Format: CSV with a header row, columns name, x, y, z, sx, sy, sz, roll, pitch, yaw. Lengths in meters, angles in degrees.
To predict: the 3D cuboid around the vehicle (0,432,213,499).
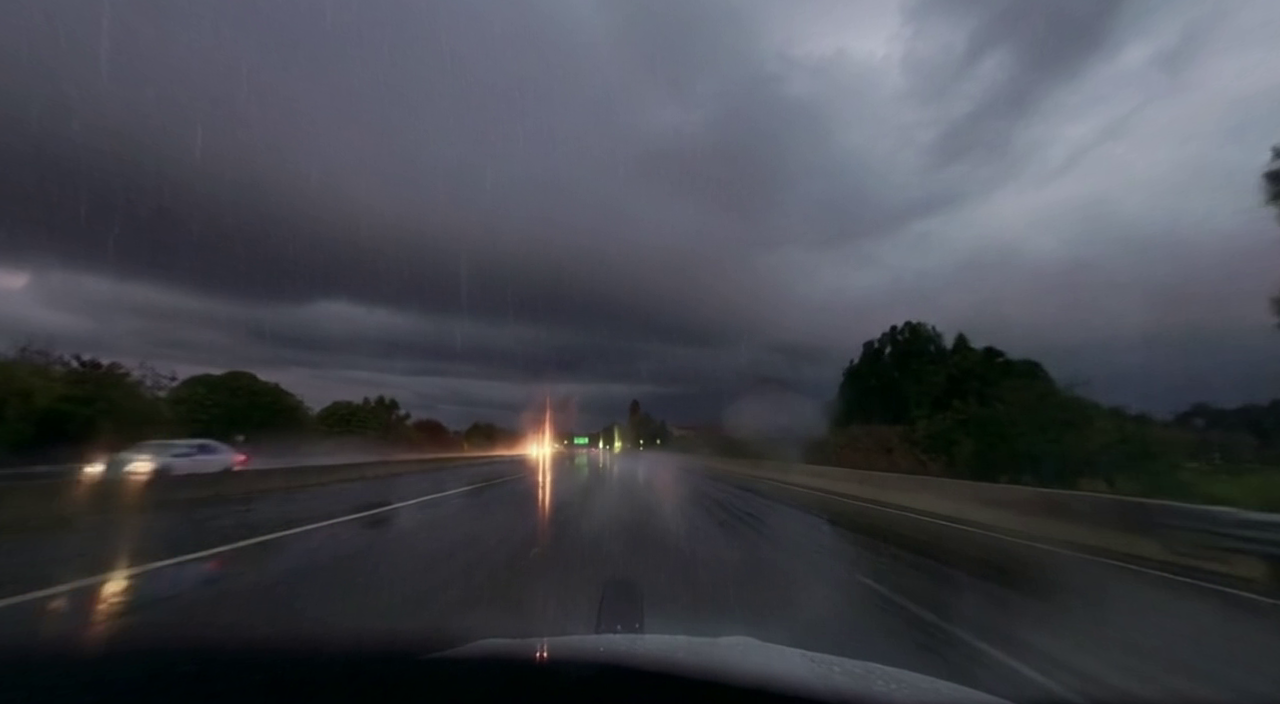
name,x,y,z,sx,sy,sz,roll,pitch,yaw
vehicle,-16.900,3.595,20.397,2.035,1.830,5.817,0,-9,-1
